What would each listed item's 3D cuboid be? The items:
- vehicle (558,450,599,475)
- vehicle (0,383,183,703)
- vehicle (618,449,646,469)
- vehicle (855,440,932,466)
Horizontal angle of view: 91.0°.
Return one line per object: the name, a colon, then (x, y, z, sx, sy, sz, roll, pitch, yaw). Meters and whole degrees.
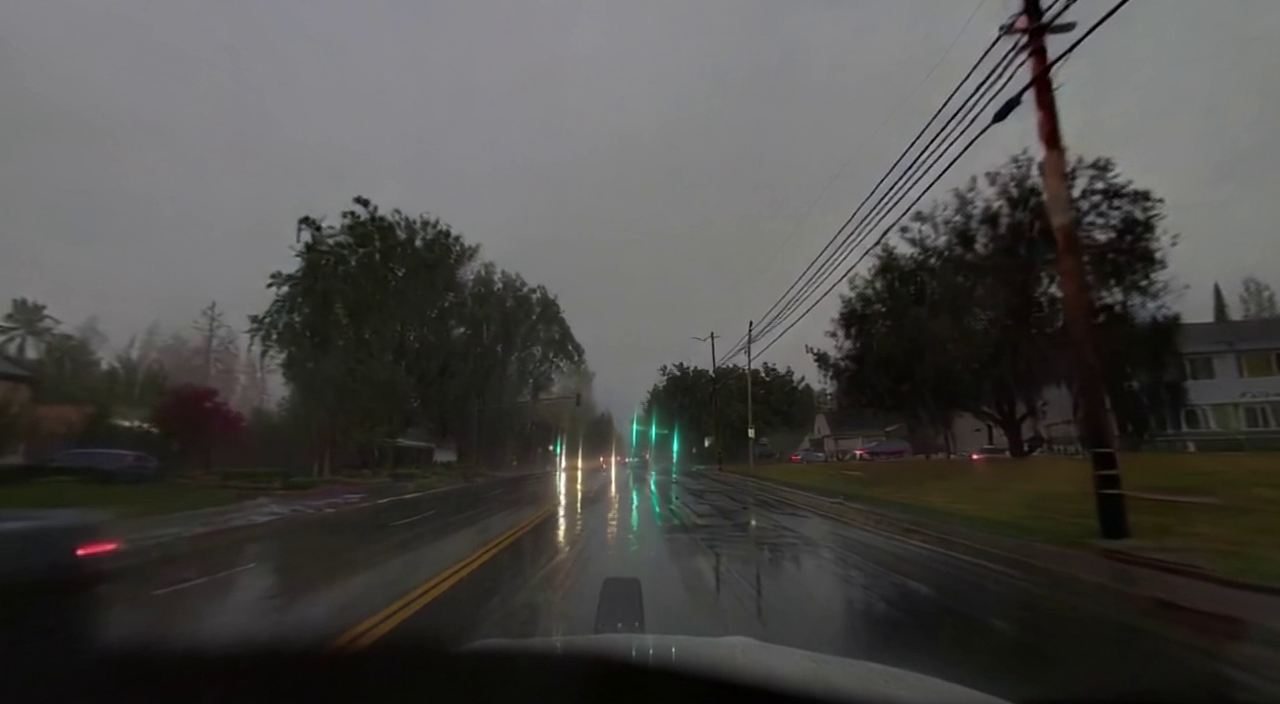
vehicle: (-3.781, 6.877, 39.442, 2.030, 1.490, 4.427, 0, -9, 1)
vehicle: (-3.525, 0.742, 1.136, 2.017, 1.634, 4.479, 0, -9, 0)
vehicle: (-0.614, 8.342, 49.367, 2.093, 1.497, 4.010, 0, -9, -1)
vehicle: (18.201, 7.270, 45.370, 4.633, 1.823, 1.953, 0, -9, -1)
